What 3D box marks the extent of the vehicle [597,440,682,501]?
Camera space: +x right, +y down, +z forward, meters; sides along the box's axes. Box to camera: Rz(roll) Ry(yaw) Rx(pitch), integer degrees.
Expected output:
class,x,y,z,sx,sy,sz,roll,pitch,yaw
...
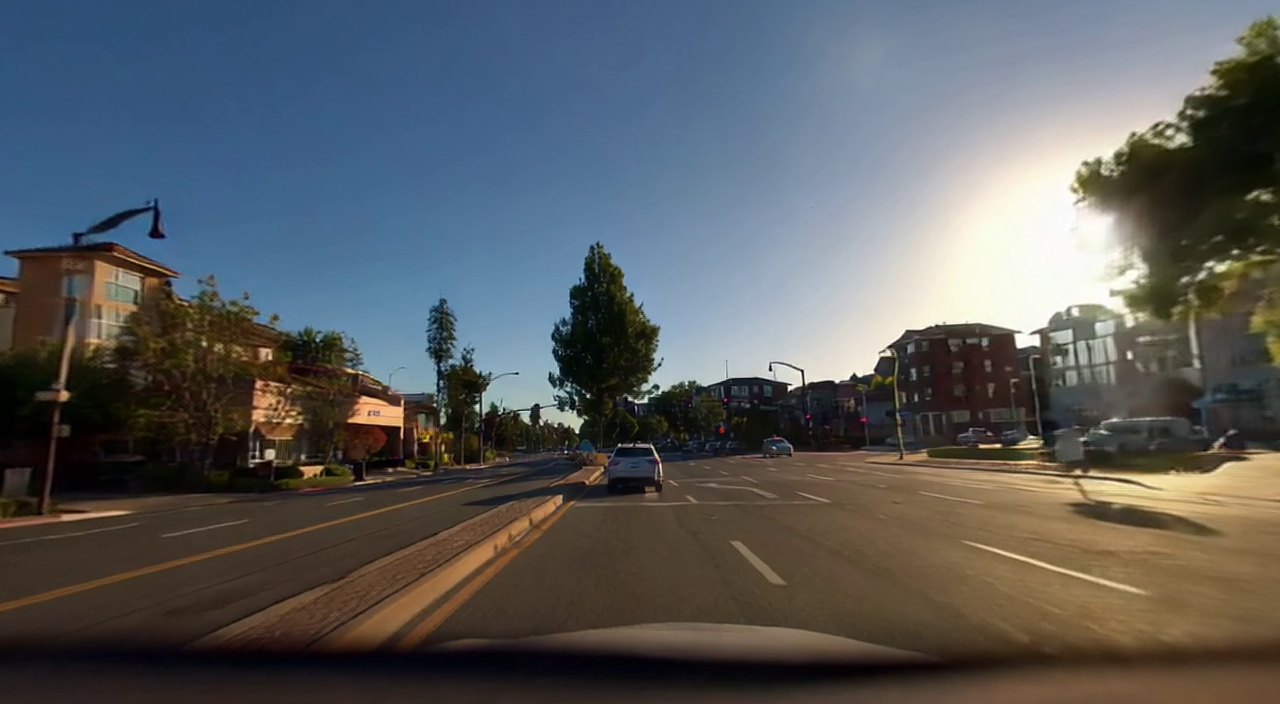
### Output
class,x,y,z,sx,sy,sz,roll,pitch,yaw
vehicle,-0.044,3.208,17.547,2.064,1.477,3.968,0,-9,-1

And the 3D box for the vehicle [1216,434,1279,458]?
class,x,y,z,sx,sy,sz,roll,pitch,yaw
vehicle,40.371,6.233,41.884,3.834,1.470,1.910,4,-10,-28

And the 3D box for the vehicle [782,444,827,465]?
class,x,y,z,sx,sy,sz,roll,pitch,yaw
vehicle,12.422,7.756,48.067,2.059,1.482,4.568,0,-9,-1
